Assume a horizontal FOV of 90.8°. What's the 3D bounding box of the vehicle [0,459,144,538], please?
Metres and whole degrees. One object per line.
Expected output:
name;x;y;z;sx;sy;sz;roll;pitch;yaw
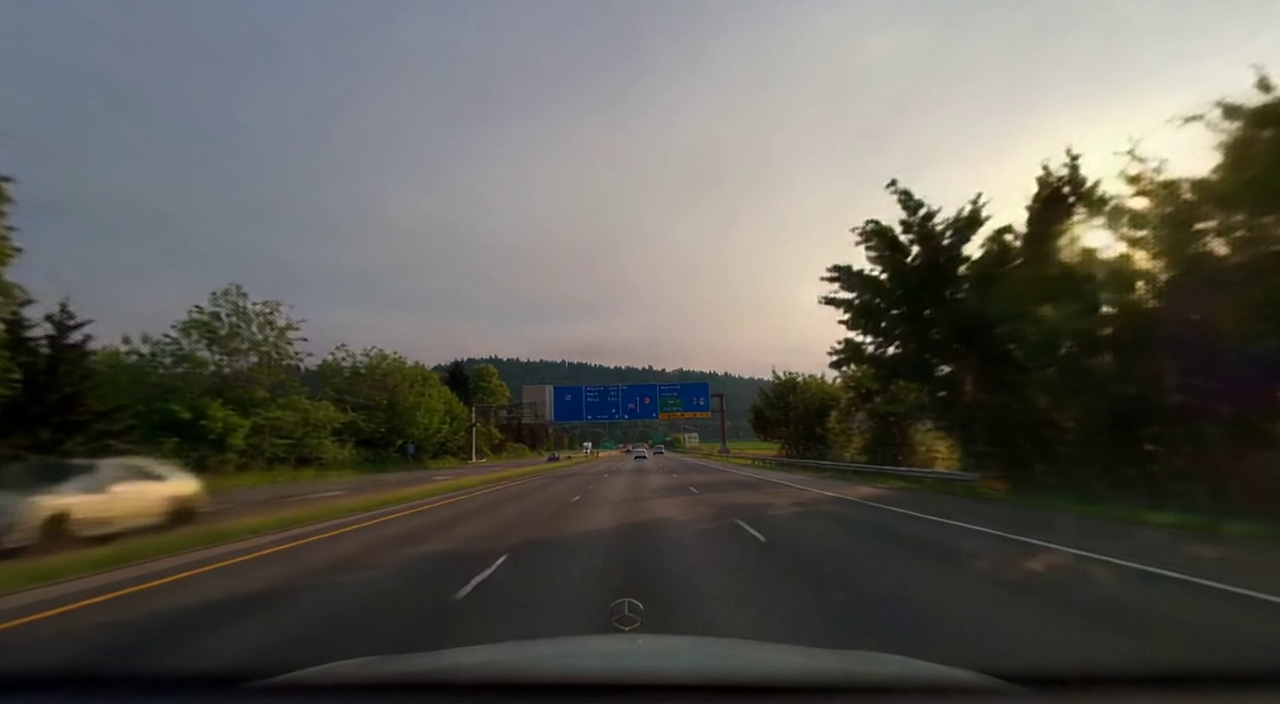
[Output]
vehicle;-13.288;3.012;13.287;2.159;1.438;4.323;0;-9;-1
